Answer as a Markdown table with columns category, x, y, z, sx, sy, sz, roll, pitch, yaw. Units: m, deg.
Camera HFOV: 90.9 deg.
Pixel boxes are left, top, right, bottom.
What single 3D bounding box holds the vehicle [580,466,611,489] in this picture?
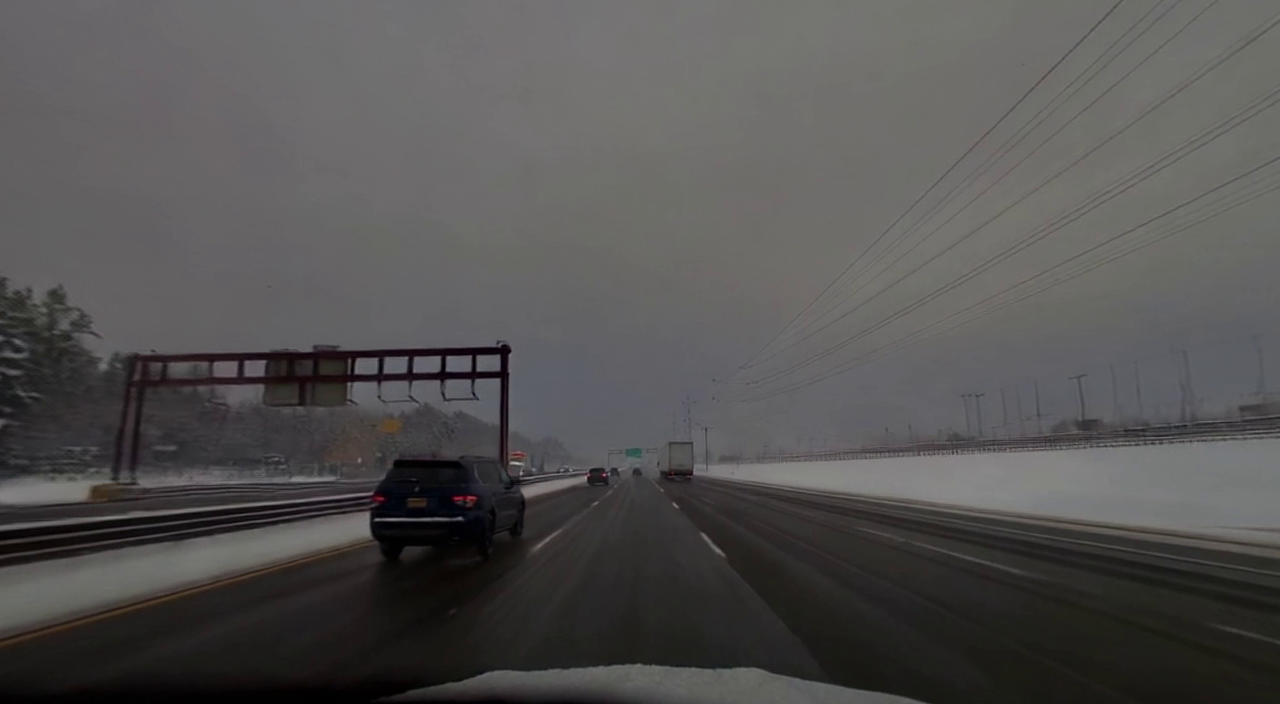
| category | x | y | z | sx | sy | sz | roll | pitch | yaw |
| --- | --- | --- | --- | --- | --- | --- | --- | --- | --- |
| vehicle | -3.246 | 9.213 | 46.442 | 1.942 | 1.597 | 3.943 | 1 | -11 | 0 |

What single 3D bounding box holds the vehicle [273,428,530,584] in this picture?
| category | x | y | z | sx | sy | sz | roll | pitch | yaw |
| --- | --- | --- | --- | --- | --- | --- | --- | --- | --- |
| vehicle | -3.107 | 2.169 | 9.450 | 2.065 | 1.722 | 4.441 | 1 | -11 | 0 |
